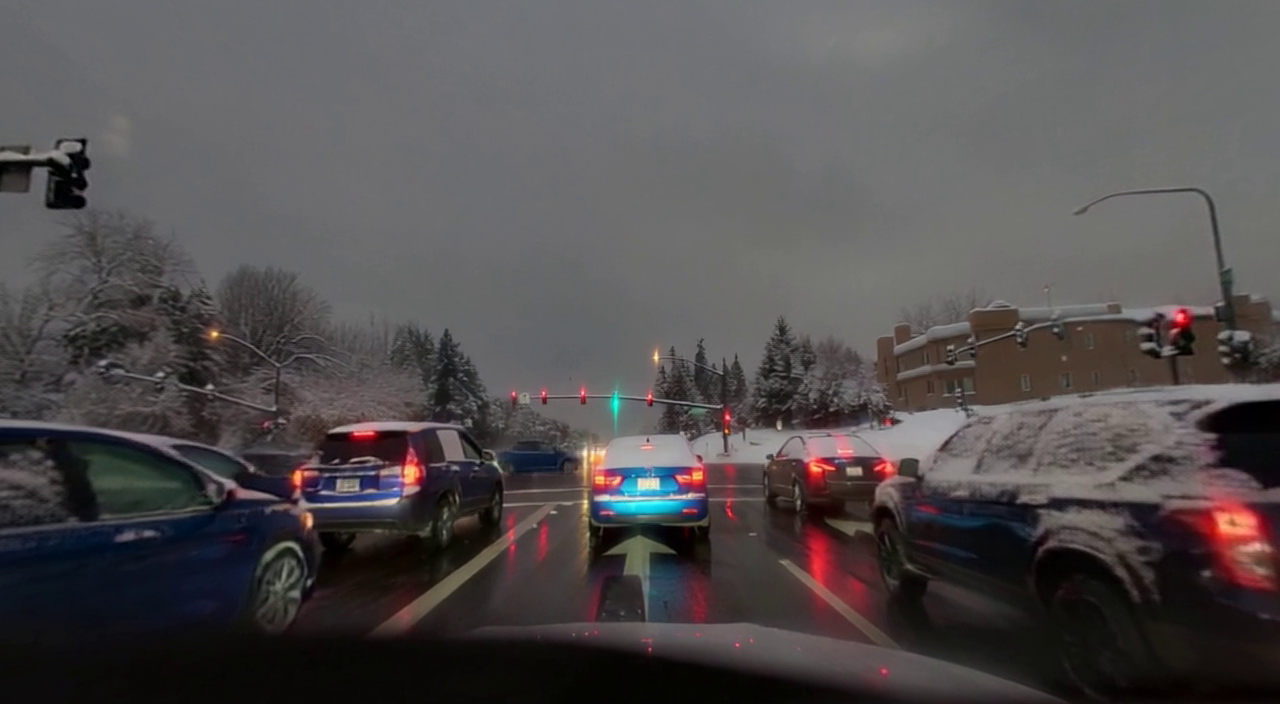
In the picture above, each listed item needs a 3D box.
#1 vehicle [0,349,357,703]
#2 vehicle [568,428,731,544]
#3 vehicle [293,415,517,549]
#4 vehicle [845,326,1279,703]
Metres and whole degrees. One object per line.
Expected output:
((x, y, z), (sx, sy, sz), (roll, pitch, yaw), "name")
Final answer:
((-3.361, 0.915, 2.902), (2.034, 1.655, 4.465), (0, -9, 0), "vehicle")
((0.061, 2.053, 10.283), (2.114, 1.482, 4.056), (0, -9, -2), "vehicle")
((-3.415, 1.984, 10.222), (1.958, 1.693, 4.242), (0, -9, 0), "vehicle")
((3.239, 1.070, 4.274), (2.178, 1.691, 4.314), (0, -9, -1), "vehicle")
